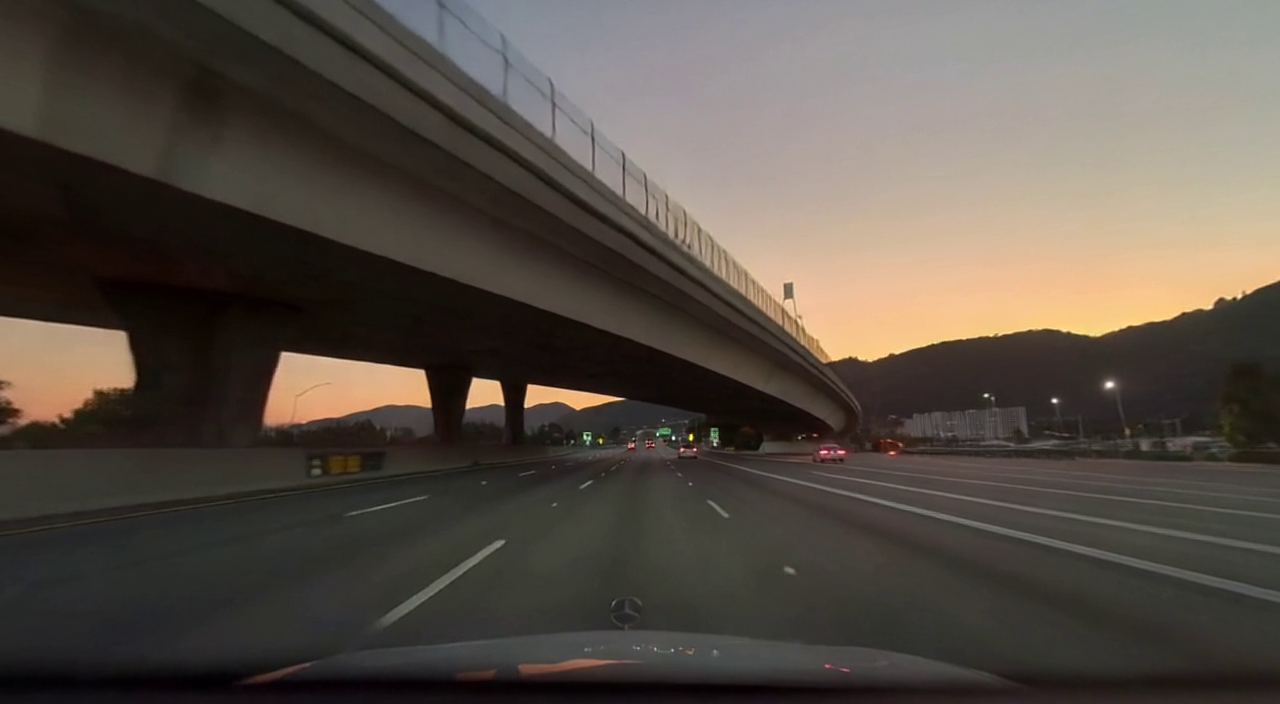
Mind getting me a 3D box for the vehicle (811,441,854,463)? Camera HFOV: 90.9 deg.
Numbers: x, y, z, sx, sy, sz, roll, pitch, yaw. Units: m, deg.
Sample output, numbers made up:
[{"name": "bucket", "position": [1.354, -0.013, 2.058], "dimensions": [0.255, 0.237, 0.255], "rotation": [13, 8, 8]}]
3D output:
[{"name": "vehicle", "position": [15.070, 7.823, 49.577], "dimensions": [2.039, 1.658, 4.457], "rotation": [0, -8, 2]}]
